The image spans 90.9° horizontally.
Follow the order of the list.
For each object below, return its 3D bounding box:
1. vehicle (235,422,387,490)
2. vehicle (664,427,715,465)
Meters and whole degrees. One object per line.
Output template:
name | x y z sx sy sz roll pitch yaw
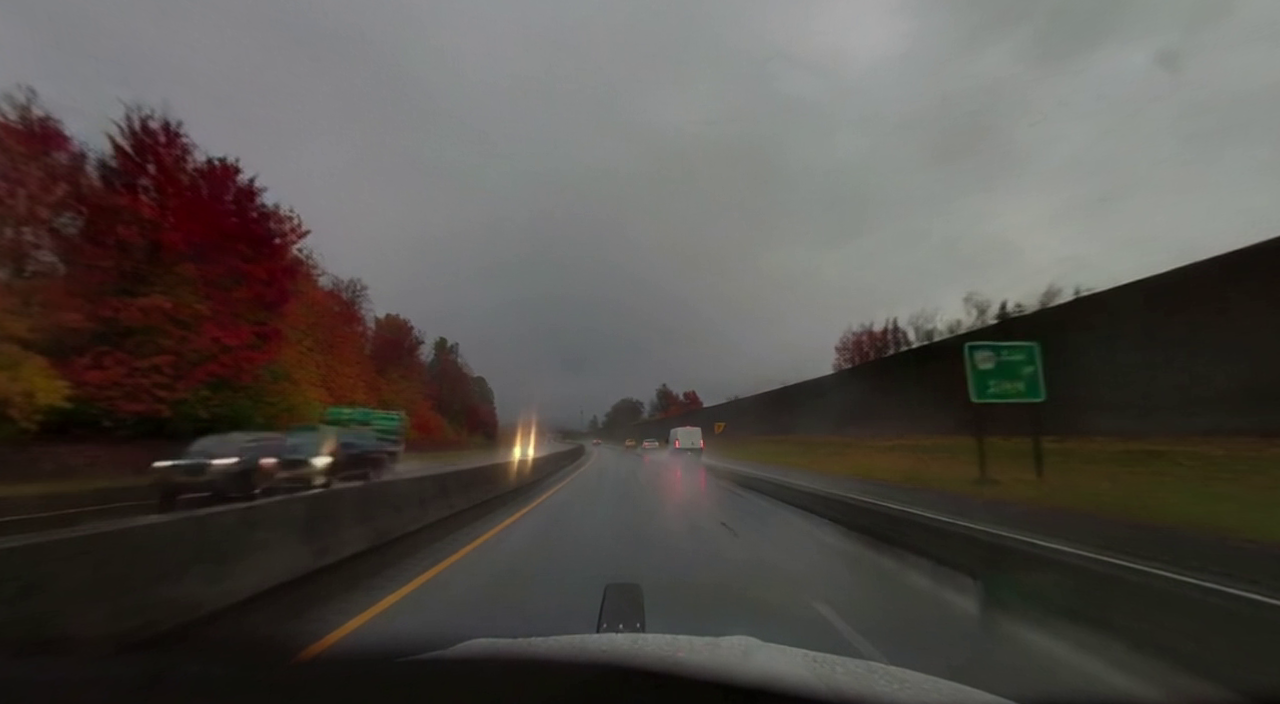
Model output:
vehicle | -8.167 2.613 16.108 1.797 1.509 3.905 1 -8 -1
vehicle | 2.840 5.536 37.223 2.393 2.072 4.958 1 -8 -3
